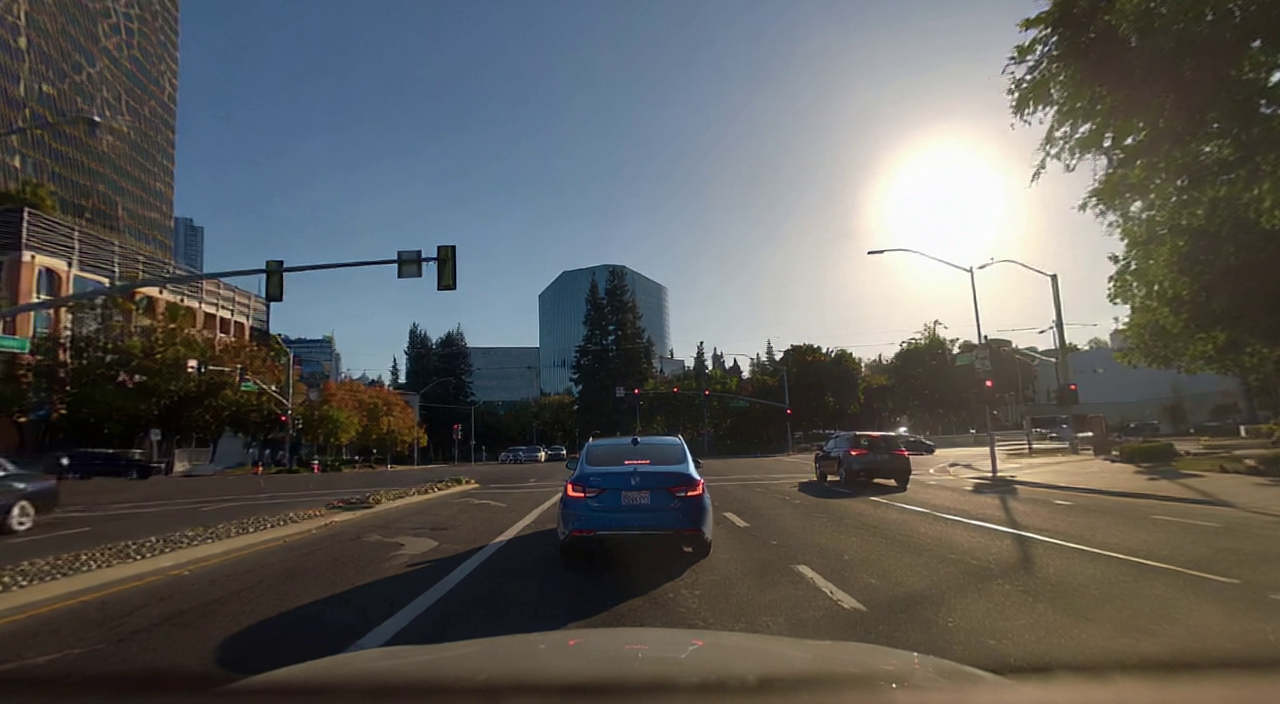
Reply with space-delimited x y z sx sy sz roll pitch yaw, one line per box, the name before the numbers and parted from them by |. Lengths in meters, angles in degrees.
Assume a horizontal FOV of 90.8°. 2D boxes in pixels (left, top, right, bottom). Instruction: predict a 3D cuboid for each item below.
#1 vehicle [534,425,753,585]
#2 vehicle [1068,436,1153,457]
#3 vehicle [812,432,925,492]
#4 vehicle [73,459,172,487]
vehicle | -0.024 1.764 8.151 2.070 1.488 4.206 0 -8 -2
vehicle | 33.087 6.637 44.445 4.563 1.454 2.056 1 -9 -8
vehicle | 7.054 3.440 20.068 2.039 1.692 4.319 0 -8 1
vehicle | -32.399 7.551 39.637 4.401 1.625 1.863 0 -8 -4
